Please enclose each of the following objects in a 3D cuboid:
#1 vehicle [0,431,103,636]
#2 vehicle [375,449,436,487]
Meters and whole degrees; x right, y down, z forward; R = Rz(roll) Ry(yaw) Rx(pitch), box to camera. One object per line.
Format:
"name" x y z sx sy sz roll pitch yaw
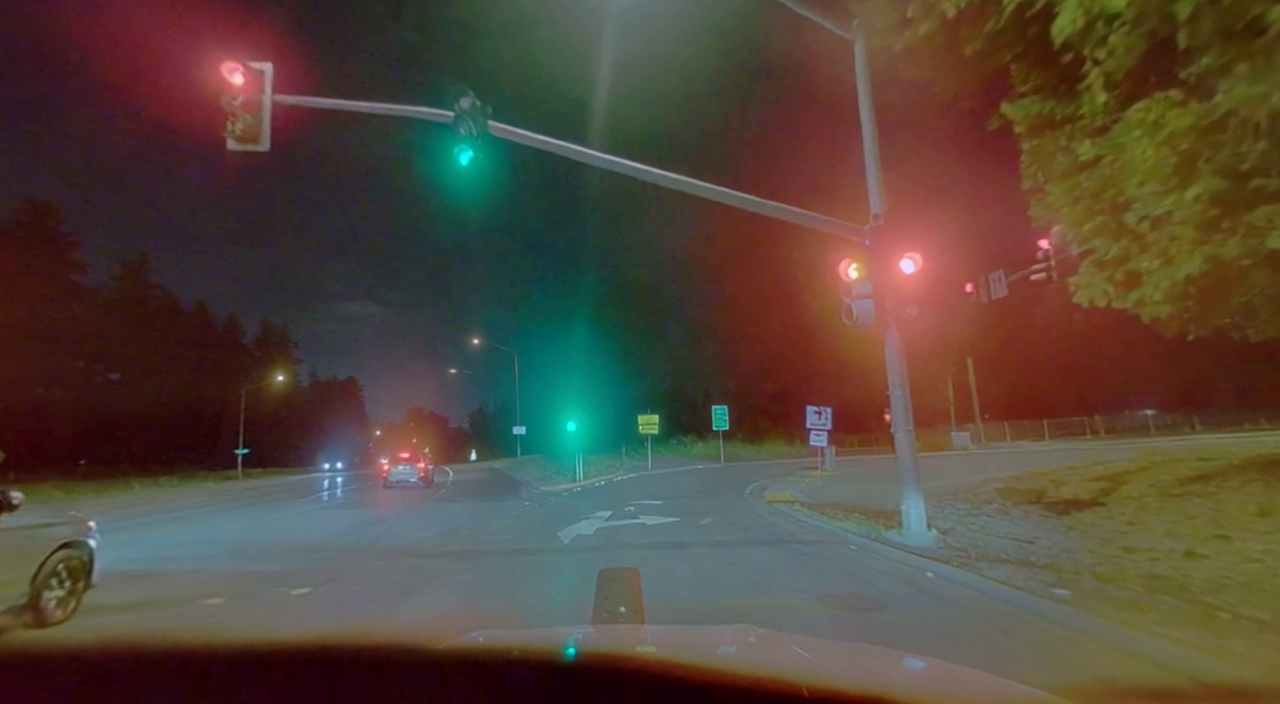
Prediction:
"vehicle" -5.620 1.187 3.523 1.936 1.542 4.336 1 -9 -9
"vehicle" -11.372 5.617 30.963 2.134 1.707 4.471 2 -9 -12
